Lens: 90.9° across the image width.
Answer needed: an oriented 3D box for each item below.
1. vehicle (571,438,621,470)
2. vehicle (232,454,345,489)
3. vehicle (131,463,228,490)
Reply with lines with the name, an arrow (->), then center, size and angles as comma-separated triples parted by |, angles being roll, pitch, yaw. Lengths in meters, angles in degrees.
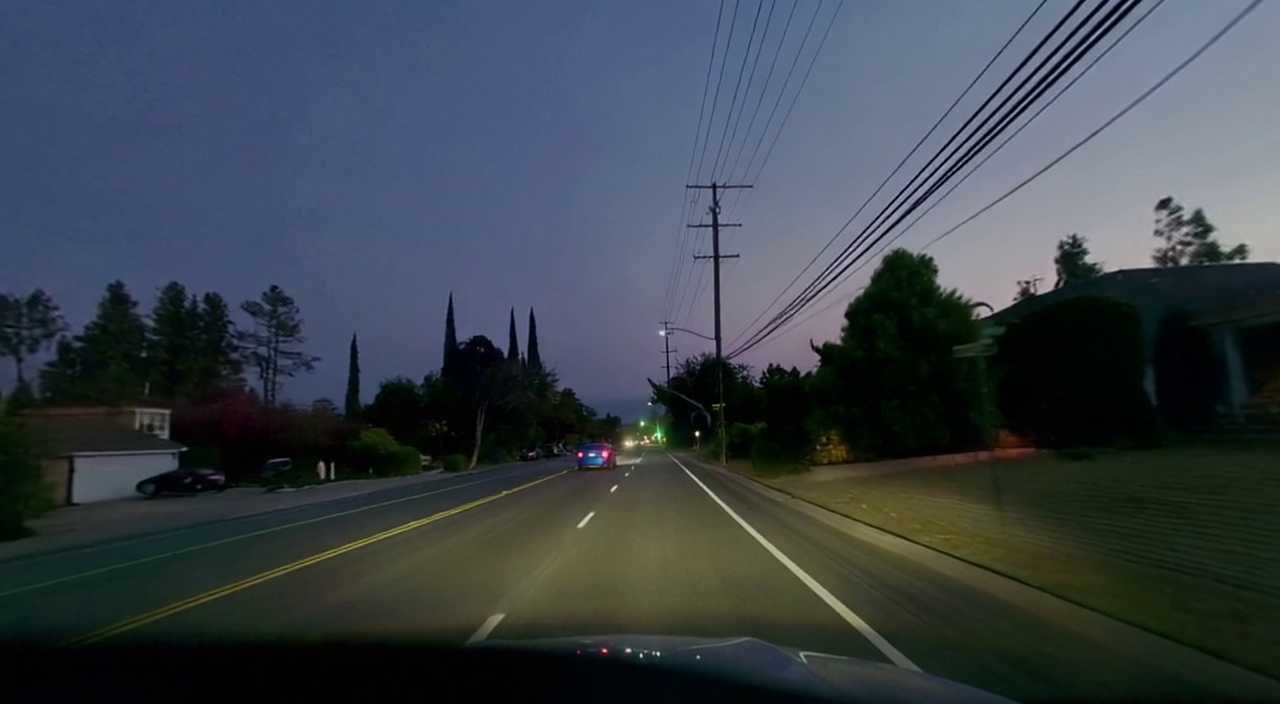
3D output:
vehicle -> -2.147, 5.185, 32.252 | 2.085, 1.512, 5.023 | -1, -8, 2
vehicle -> -19.323, 6.568, 34.824 | 4.847, 1.759, 2.382 | -1, -8, 6
vehicle -> -27.200, 7.340, 37.337 | 4.223, 1.458, 1.969 | 0, -8, 1
